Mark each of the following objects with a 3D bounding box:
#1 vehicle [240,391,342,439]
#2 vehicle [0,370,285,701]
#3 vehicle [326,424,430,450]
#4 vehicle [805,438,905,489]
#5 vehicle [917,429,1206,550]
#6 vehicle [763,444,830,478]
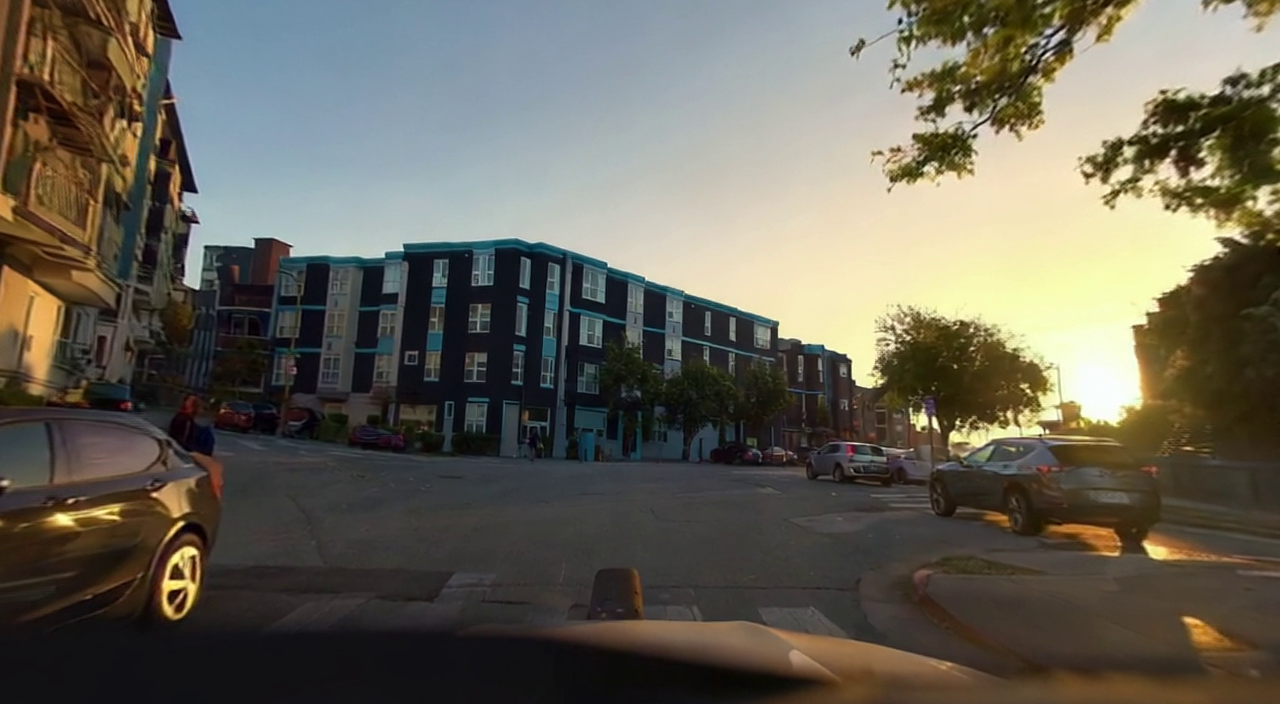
[{"bbox_3d":[-18.678,3.374,33.804,4.598,1.645,2.019,9,-5,20],"label":"vehicle"},{"bbox_3d":[-4.545,1.034,3.772,2.285,1.712,5.200,1,-8,-6],"label":"vehicle"},{"bbox_3d":[-13.595,4.451,33.043,4.603,1.335,1.889,1,-9,-8],"label":"vehicle"},{"bbox_3d":[7.902,4.119,23.766,1.917,1.704,4.840,0,-8,-2],"label":"vehicle"},{"bbox_3d":[7.500,2.459,12.150,2.181,1.792,5.066,0,-8,2],"label":"vehicle"},{"bbox_3d":[7.932,5.555,32.534,2.122,1.554,4.777,0,-8,-1],"label":"vehicle"}]
